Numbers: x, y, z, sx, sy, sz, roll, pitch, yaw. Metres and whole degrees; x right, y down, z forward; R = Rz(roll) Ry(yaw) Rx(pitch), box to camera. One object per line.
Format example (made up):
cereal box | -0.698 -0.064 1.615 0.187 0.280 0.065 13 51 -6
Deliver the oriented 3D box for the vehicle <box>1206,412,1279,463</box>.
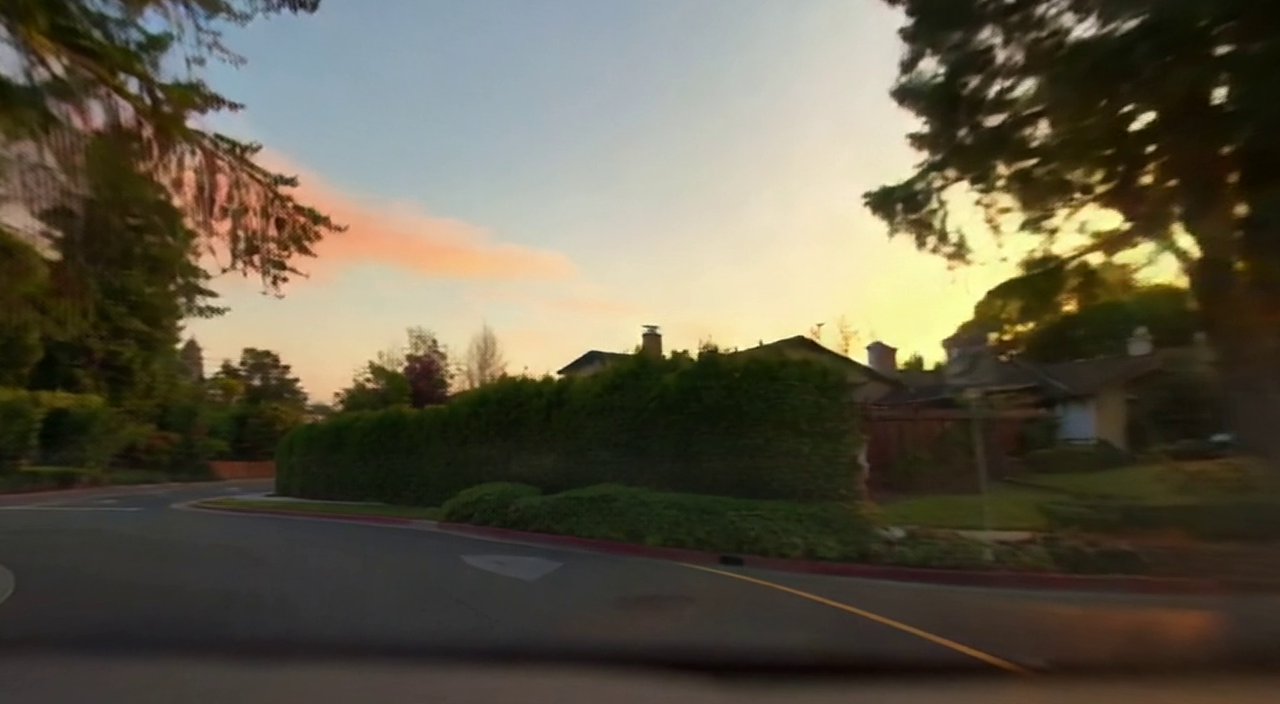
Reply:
vehicle | 20.767 2.827 20.670 1.802 1.548 3.501 -2 -9 15
